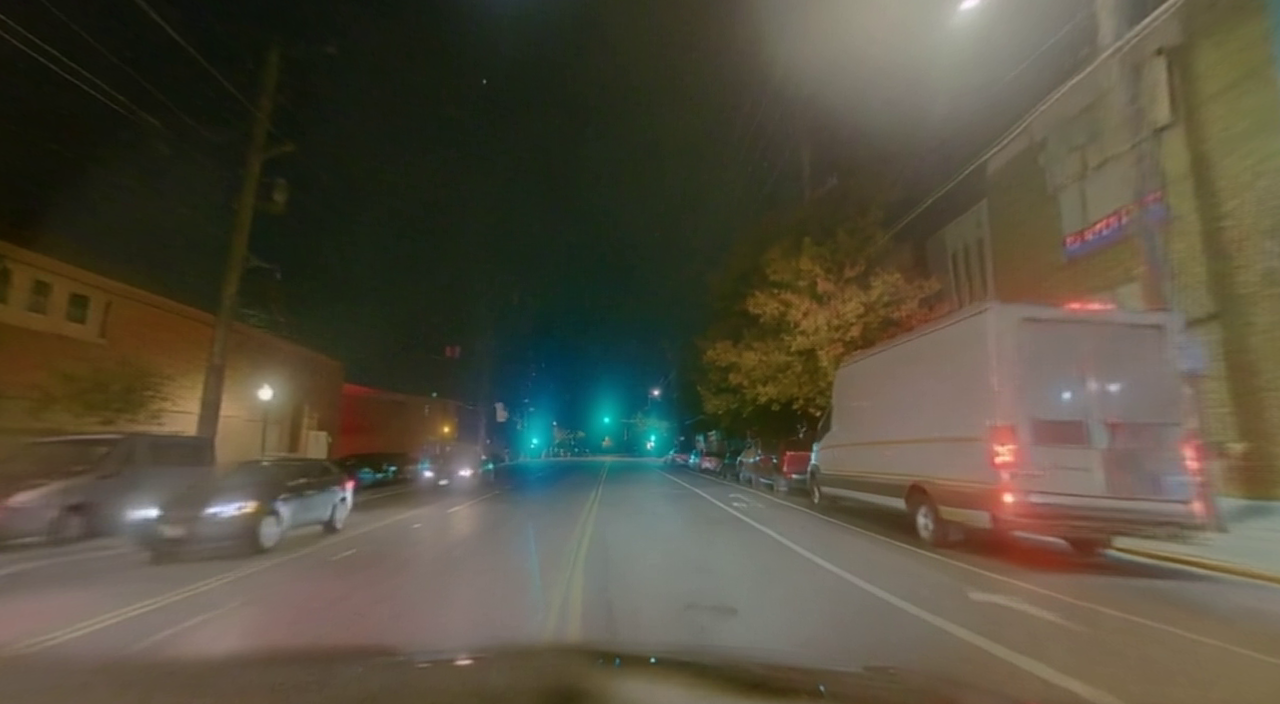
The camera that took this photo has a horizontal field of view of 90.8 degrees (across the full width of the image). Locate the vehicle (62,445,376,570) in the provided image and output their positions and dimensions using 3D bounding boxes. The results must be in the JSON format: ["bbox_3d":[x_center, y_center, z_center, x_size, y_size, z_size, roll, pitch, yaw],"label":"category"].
[{"bbox_3d":[-5.992,2.200,9.843,1.845,1.469,4.413,0,-8,0],"label":"vehicle"}]

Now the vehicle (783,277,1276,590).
[{"bbox_3d":[4.846,1.331,10.316,2.815,3.203,7.558,0,-8,-3],"label":"vehicle"}]

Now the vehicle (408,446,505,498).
[{"bbox_3d":[-5.813,3.810,20.598,1.925,1.479,4.444,0,-8,-2],"label":"vehicle"}]
